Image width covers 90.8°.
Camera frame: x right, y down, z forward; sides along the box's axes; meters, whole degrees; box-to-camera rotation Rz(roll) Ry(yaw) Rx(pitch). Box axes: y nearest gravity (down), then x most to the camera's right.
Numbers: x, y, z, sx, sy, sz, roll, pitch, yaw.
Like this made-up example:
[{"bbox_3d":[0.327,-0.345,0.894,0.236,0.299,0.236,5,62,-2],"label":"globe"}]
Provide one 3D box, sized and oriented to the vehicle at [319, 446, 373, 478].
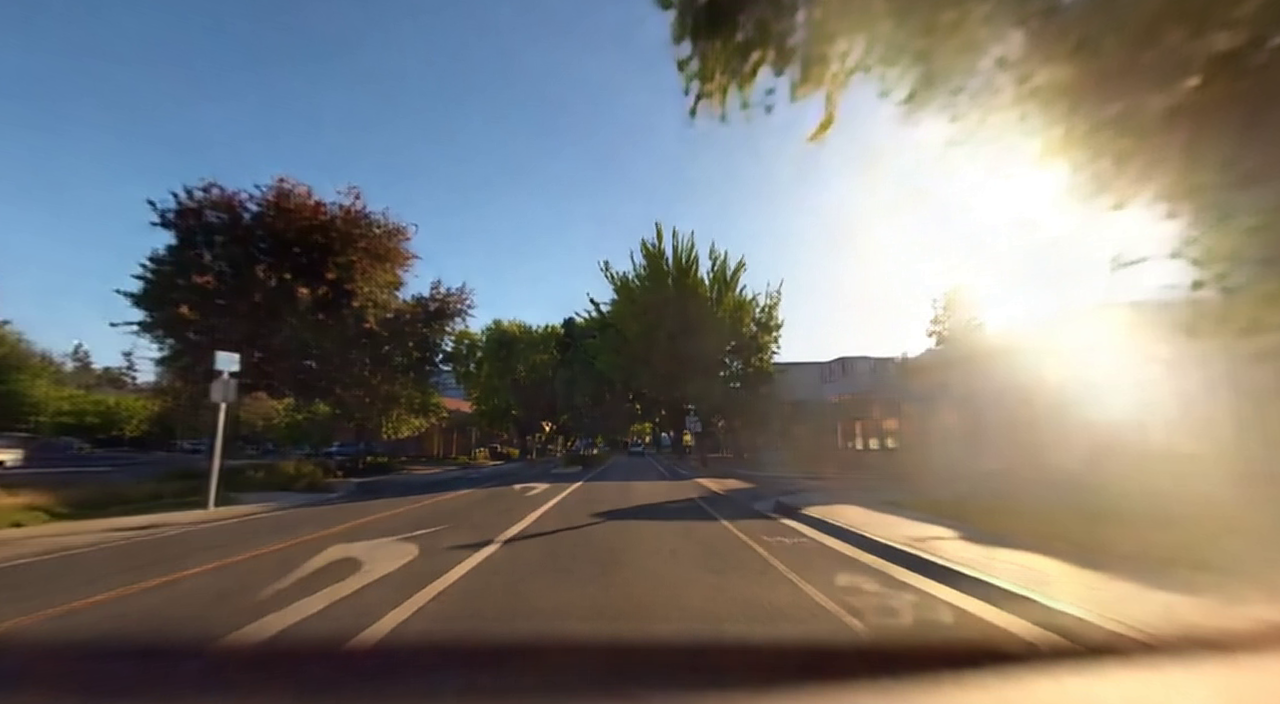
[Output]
[{"bbox_3d":[-14.970,5.537,32.059,2.061,1.475,4.357,5,-10,-29],"label":"vehicle"}]
